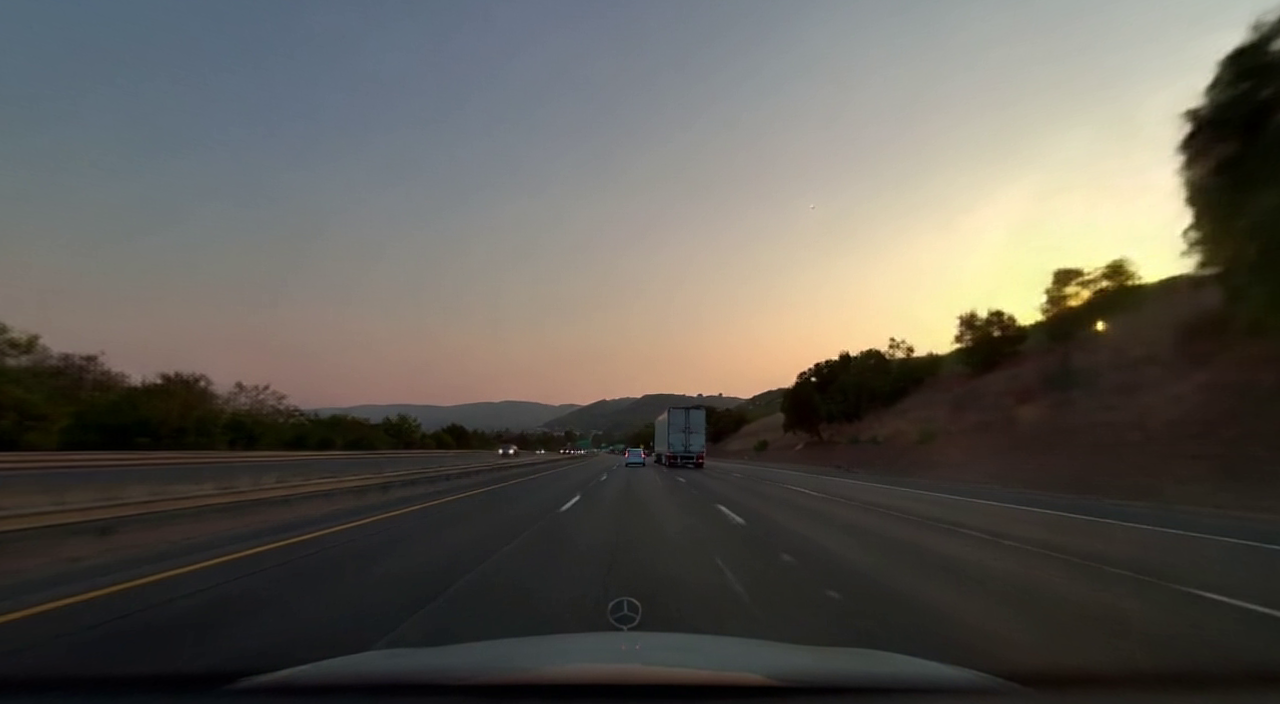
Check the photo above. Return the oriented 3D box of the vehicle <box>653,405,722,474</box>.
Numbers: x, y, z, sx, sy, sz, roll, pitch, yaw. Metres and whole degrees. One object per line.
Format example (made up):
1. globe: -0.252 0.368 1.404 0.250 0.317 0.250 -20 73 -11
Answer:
1. vehicle: 3.068 6.580 46.633 3.462 4.177 16.311 0 -9 -1

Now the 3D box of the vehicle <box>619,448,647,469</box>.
1. vehicle: -0.498 7.529 44.741 1.898 1.438 4.053 0 -9 -1
